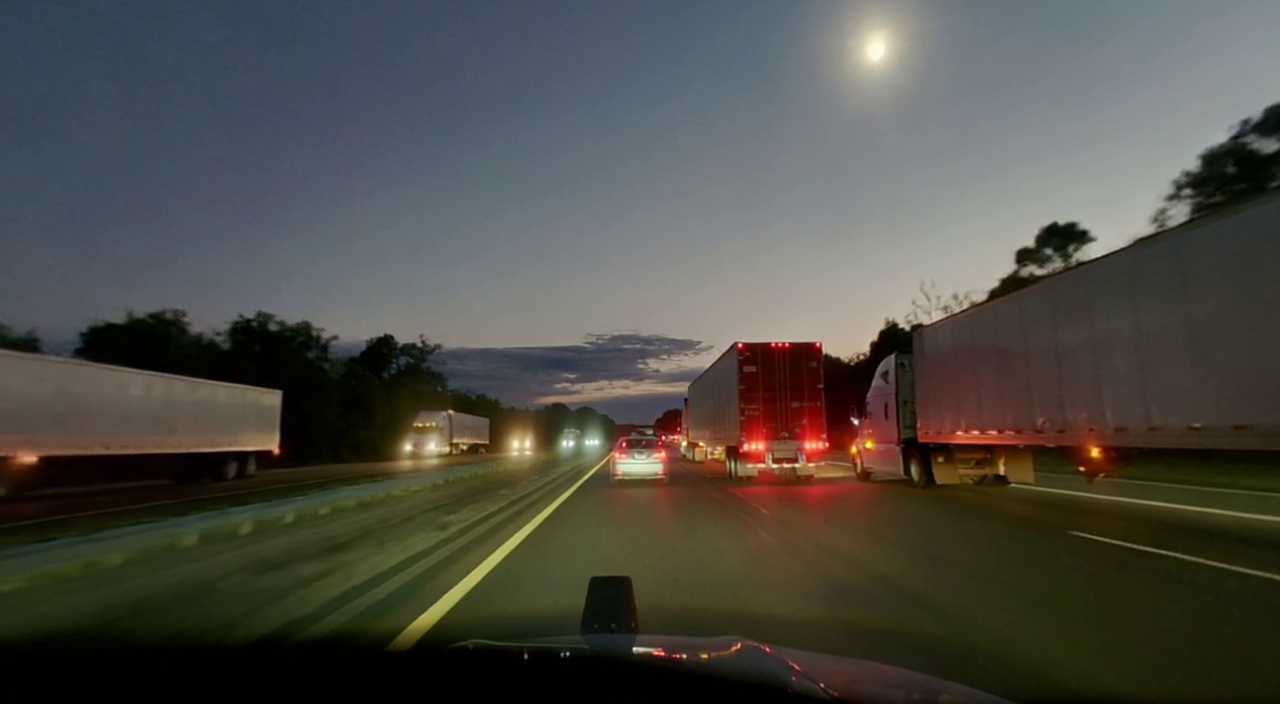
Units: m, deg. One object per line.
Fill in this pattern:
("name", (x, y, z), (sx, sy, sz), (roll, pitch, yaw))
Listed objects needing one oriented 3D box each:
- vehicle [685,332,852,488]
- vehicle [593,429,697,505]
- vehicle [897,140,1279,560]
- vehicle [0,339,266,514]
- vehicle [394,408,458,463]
("vehicle", (3.853, 2.425, 23.603), (2.888, 4.099, 14.183), (0, -8, -2))
("vehicle", (0.046, 2.500, 14.241), (2.038, 1.477, 3.773), (0, -8, -2))
("vehicle", (8.149, 0.251, 8.585), (3.110, 4.308, 14.260), (0, -8, -1))
("vehicle", (-16.598, 2.276, 18.653), (2.840, 4.093, 13.930), (0, -8, -1))
("vehicle", (-16.824, 6.608, 49.990), (2.903, 4.010, 6.212), (0, -8, -1))
